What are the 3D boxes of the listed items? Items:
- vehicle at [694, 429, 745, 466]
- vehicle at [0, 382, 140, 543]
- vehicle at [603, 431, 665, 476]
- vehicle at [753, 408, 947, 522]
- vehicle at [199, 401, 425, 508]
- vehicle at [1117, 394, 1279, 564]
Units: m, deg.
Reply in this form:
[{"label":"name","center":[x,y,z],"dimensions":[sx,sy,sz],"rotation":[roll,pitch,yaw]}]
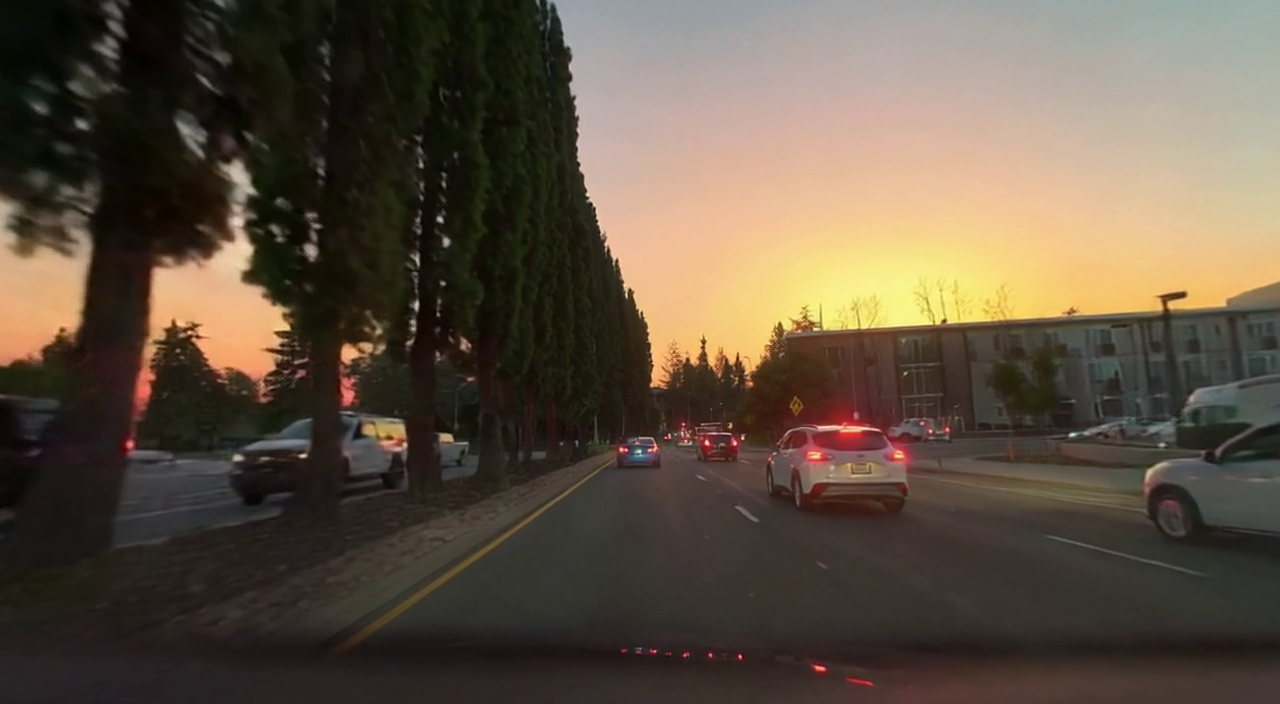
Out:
[{"label":"vehicle","center":[3.944,4.852,31.945],"dimensions":[1.982,1.709,4.427],"rotation":[0,-8,-1]},{"label":"vehicle","center":[-11.337,1.688,9.524],"dimensions":[2.585,2.507,5.743],"rotation":[0,-8,2]},{"label":"vehicle","center":[-0.184,3.779,23.538],"dimensions":[2.111,1.506,4.018],"rotation":[0,-8,0]},{"label":"vehicle","center":[3.589,2.041,11.775],"dimensions":[2.130,1.718,4.310],"rotation":[0,-8,0]},{"label":"vehicle","center":[-7.756,2.528,15.815],"dimensions":[2.469,2.200,5.517],"rotation":[0,-8,3]},{"label":"vehicle","center":[7.540,1.280,6.309],"dimensions":[2.008,1.714,4.407],"rotation":[0,-8,0]}]
